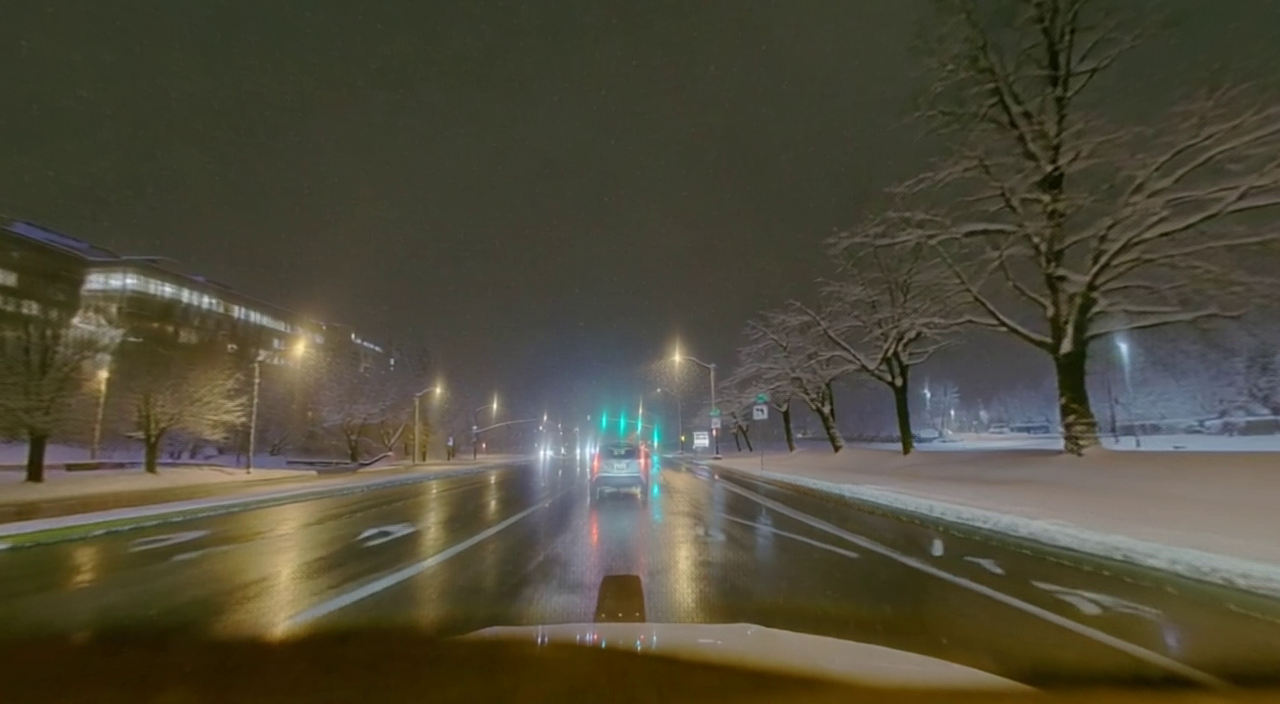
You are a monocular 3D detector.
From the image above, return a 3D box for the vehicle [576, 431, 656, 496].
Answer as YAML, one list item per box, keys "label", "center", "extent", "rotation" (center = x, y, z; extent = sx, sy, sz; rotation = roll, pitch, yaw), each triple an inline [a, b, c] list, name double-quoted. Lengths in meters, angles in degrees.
- label: "vehicle"
  center: [-0.649, 3.277, 18.891]
  extent: [2.130, 1.711, 4.038]
  rotation: [0, -9, 0]
